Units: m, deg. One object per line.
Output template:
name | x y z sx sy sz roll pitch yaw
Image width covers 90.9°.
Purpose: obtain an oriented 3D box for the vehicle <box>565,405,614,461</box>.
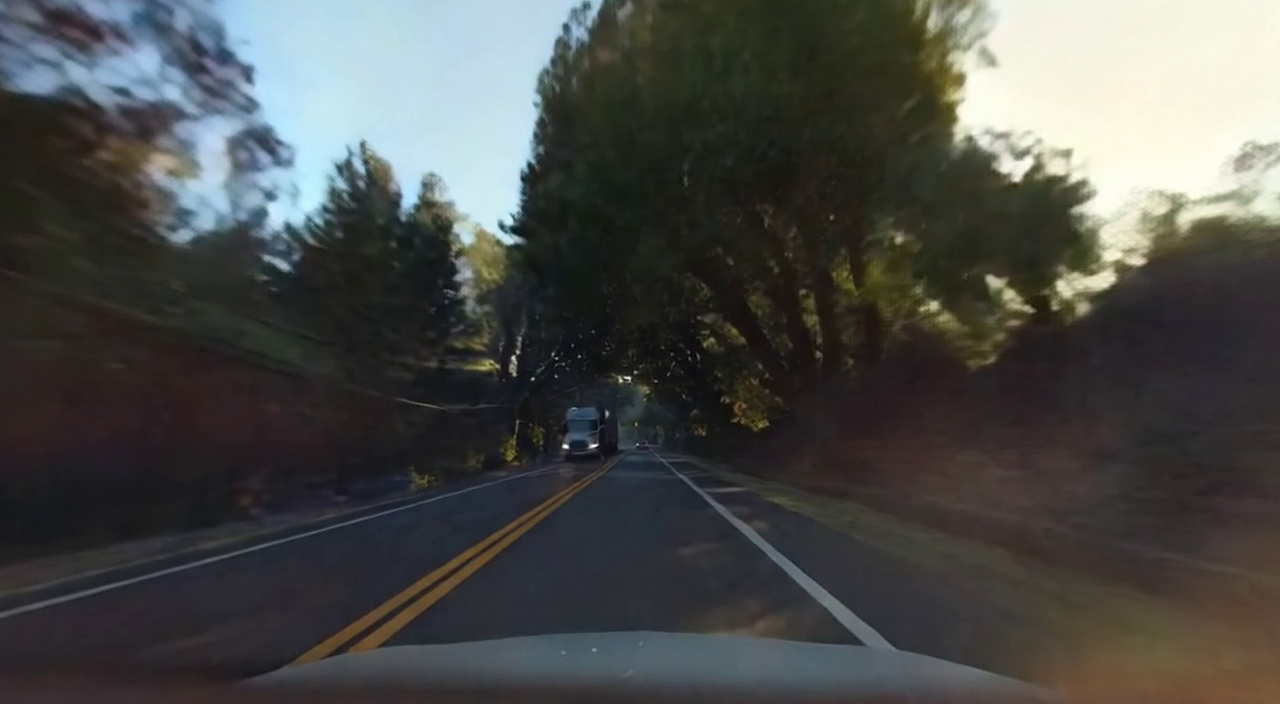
vehicle | -3.703 6.173 47.585 3.025 3.821 6.232 -1 -9 2
